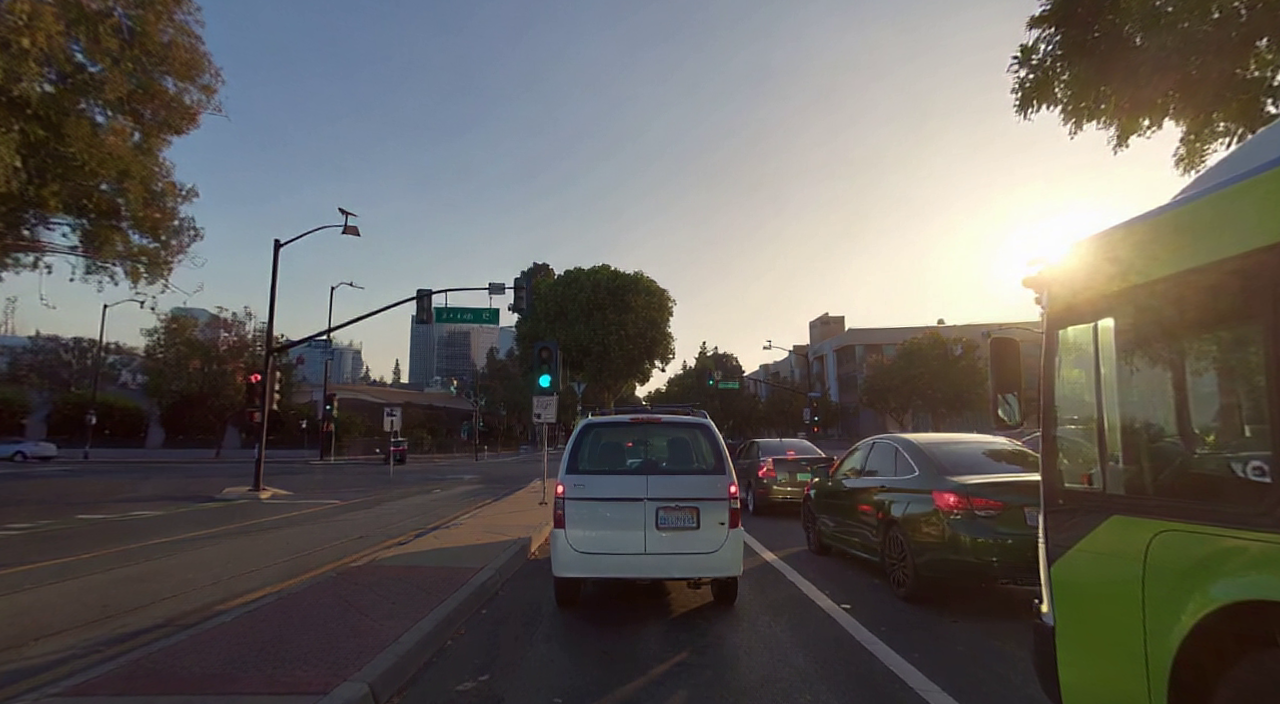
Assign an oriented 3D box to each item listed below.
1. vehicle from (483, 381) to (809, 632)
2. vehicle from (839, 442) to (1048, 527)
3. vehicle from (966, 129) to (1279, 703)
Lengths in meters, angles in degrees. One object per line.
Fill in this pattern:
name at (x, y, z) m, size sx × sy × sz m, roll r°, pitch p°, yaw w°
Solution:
vehicle at (0.021, 1.475, 7.005) m, size 2.381 × 1.842 × 4.603 m, roll 0°, pitch -8°, yaw -1°
vehicle at (5.995, 2.639, 13.216) m, size 1.987 × 1.457 × 4.675 m, roll 0°, pitch -8°, yaw -1°
vehicle at (2.616, 0.317, 0.422) m, size 2.037 × 2.065 × 5.037 m, roll 0°, pitch -8°, yaw 0°
